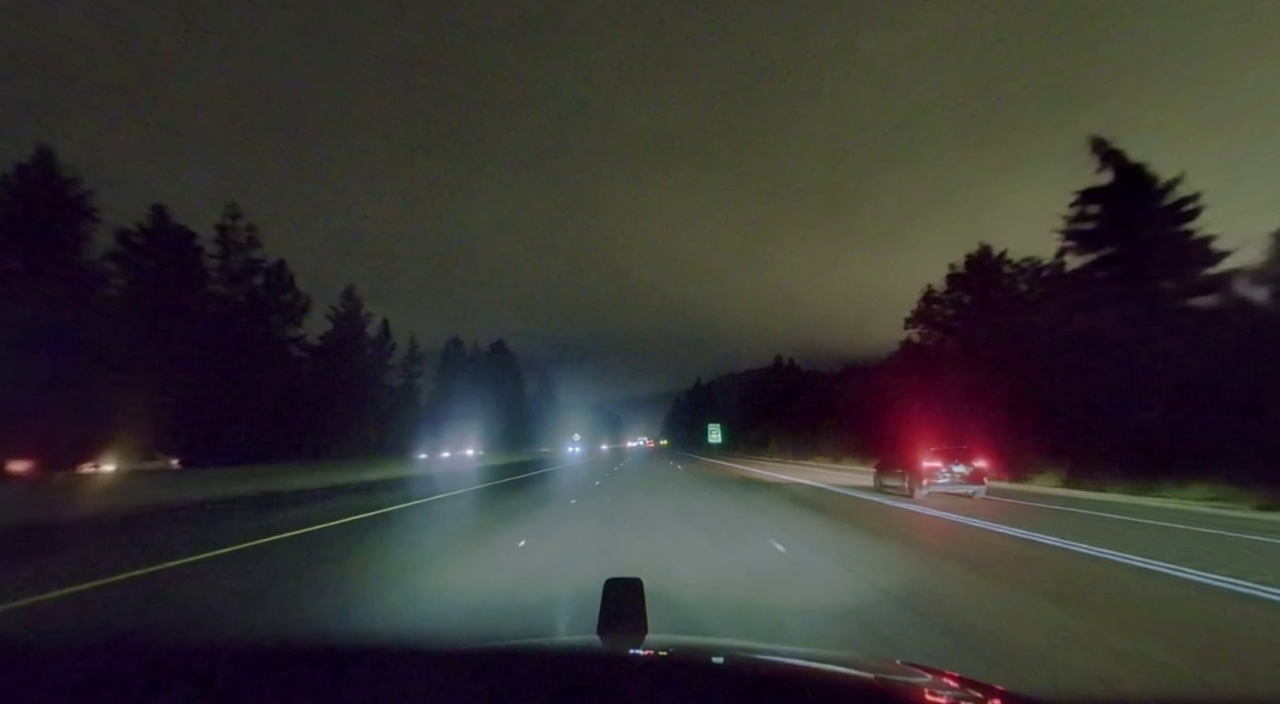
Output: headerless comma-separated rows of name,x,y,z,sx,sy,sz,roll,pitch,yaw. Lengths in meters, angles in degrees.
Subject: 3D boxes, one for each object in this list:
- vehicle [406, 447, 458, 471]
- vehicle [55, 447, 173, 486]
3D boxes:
vehicle,-13.374,6.869,40.800,1.925,1.449,4.179,0,-8,1
vehicle,-27.906,6.052,33.702,2.048,1.845,4.924,-2,-8,0
